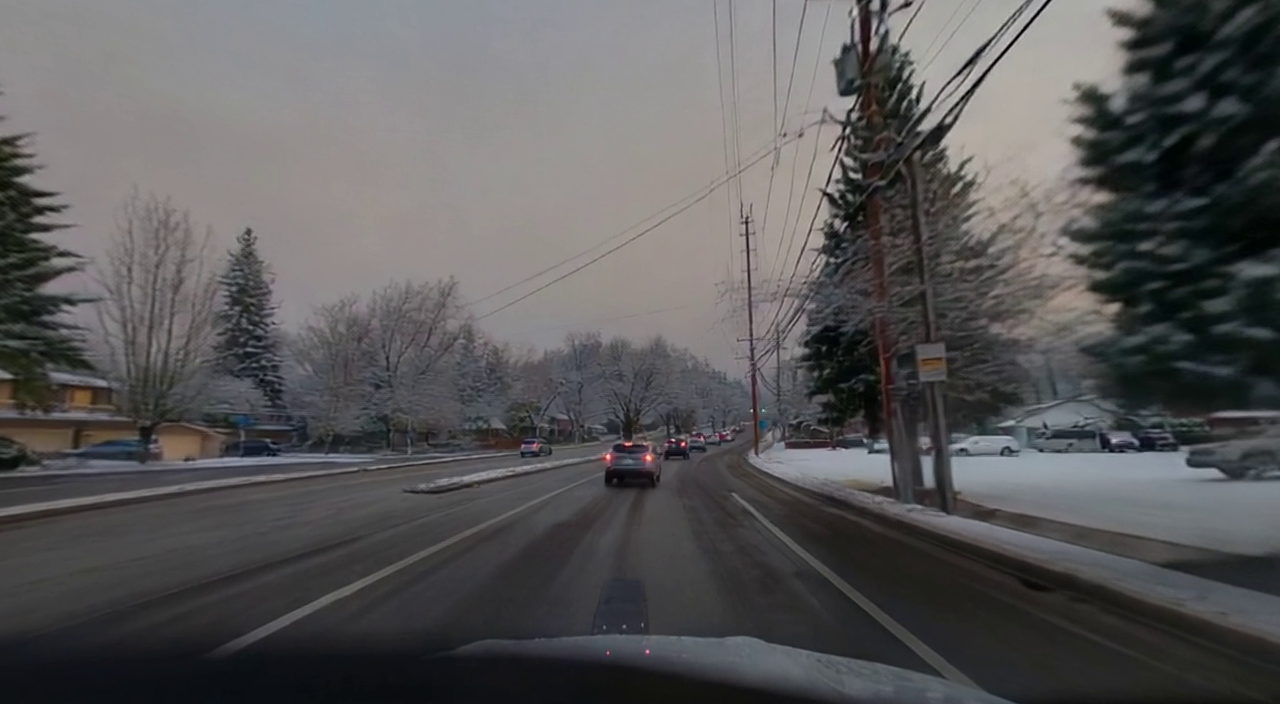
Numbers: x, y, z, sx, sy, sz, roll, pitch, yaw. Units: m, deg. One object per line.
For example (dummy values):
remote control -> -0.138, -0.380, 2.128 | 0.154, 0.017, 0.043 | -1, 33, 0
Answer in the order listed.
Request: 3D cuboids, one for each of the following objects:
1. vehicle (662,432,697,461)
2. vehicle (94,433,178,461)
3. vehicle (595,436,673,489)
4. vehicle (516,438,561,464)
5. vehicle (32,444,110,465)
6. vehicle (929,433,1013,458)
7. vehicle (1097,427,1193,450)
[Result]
vehicle -> 2.920, 6.896, 45.960 | 2.158, 1.939, 4.935 | -2, -9, 8
vehicle -> -32.899, 6.262, 41.334 | 1.857, 1.580, 4.336 | 0, -11, 0
vehicle -> -0.075, 3.450, 19.990 | 2.117, 1.474, 4.036 | -1, -9, 4
vehicle -> -6.338, 6.248, 39.852 | 1.983, 1.485, 4.159 | -1, -9, 3
vehicle -> -38.734, 6.981, 43.020 | 1.552, 1.384, 3.896 | -1, -9, 3
vehicle -> 22.550, 6.428, 43.146 | 4.674, 1.500, 1.889 | 1, -9, 9
vehicle -> 34.514, 5.938, 43.167 | 4.628, 1.467, 1.923 | -2, -8, 14
